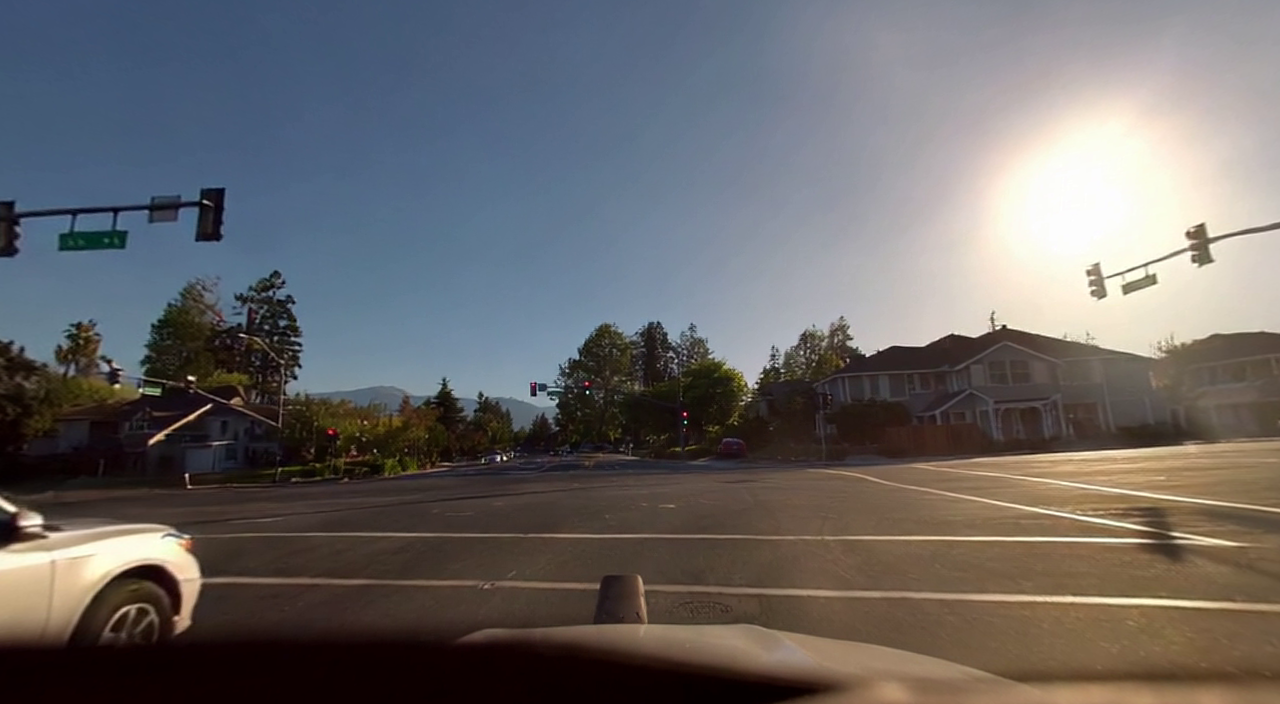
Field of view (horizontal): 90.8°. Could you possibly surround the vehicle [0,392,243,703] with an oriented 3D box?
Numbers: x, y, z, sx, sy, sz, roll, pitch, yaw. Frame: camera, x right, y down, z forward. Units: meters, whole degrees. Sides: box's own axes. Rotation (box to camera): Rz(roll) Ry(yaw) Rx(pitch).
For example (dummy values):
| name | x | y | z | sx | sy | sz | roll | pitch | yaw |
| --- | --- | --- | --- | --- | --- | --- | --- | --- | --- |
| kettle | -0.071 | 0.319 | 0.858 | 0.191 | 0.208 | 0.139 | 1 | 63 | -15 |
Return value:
| name | x | y | z | sx | sy | sz | roll | pitch | yaw |
| --- | --- | --- | --- | --- | --- | --- | --- | --- | --- |
| vehicle | -3.657 | 0.901 | 2.395 | 1.777 | 1.537 | 3.831 | 0 | -9 | 0 |
